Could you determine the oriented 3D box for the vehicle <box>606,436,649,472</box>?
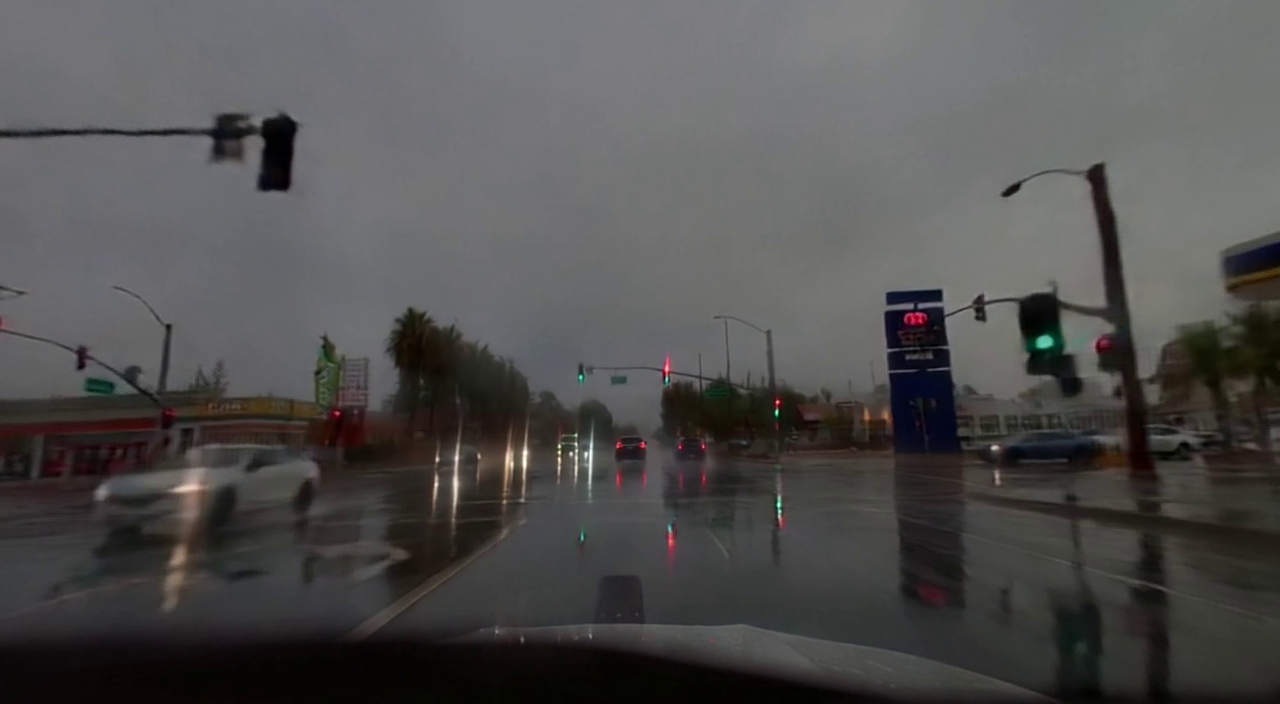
[{"bbox_3d":[-0.652,5.405,33.746,2.177,1.754,3.815,0,-9,-1],"label":"vehicle"}]

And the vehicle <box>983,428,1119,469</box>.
[{"bbox_3d":[18.545,4.381,28.747,4.685,1.704,2.118,0,-9,-2],"label":"vehicle"}]

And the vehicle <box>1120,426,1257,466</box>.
[{"bbox_3d":[24.945,4.295,28.901,4.398,1.700,2.012,0,-9,-3],"label":"vehicle"}]

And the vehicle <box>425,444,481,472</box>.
[{"bbox_3d":[-13.493,7.645,46.035,2.287,1.874,5.798,0,-9,0],"label":"vehicle"}]

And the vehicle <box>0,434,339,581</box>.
[{"bbox_3d":[-6.305,1.947,8.820,1.979,1.480,4.553,0,-9,0],"label":"vehicle"}]

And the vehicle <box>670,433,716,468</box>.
[{"bbox_3d":[3.060,5.869,37.712,2.190,1.913,5.174,0,-9,-2],"label":"vehicle"}]

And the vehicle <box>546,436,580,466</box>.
[{"bbox_3d":[-5.802,7.558,48.469,2.072,2.107,4.723,0,-9,-1],"label":"vehicle"}]
